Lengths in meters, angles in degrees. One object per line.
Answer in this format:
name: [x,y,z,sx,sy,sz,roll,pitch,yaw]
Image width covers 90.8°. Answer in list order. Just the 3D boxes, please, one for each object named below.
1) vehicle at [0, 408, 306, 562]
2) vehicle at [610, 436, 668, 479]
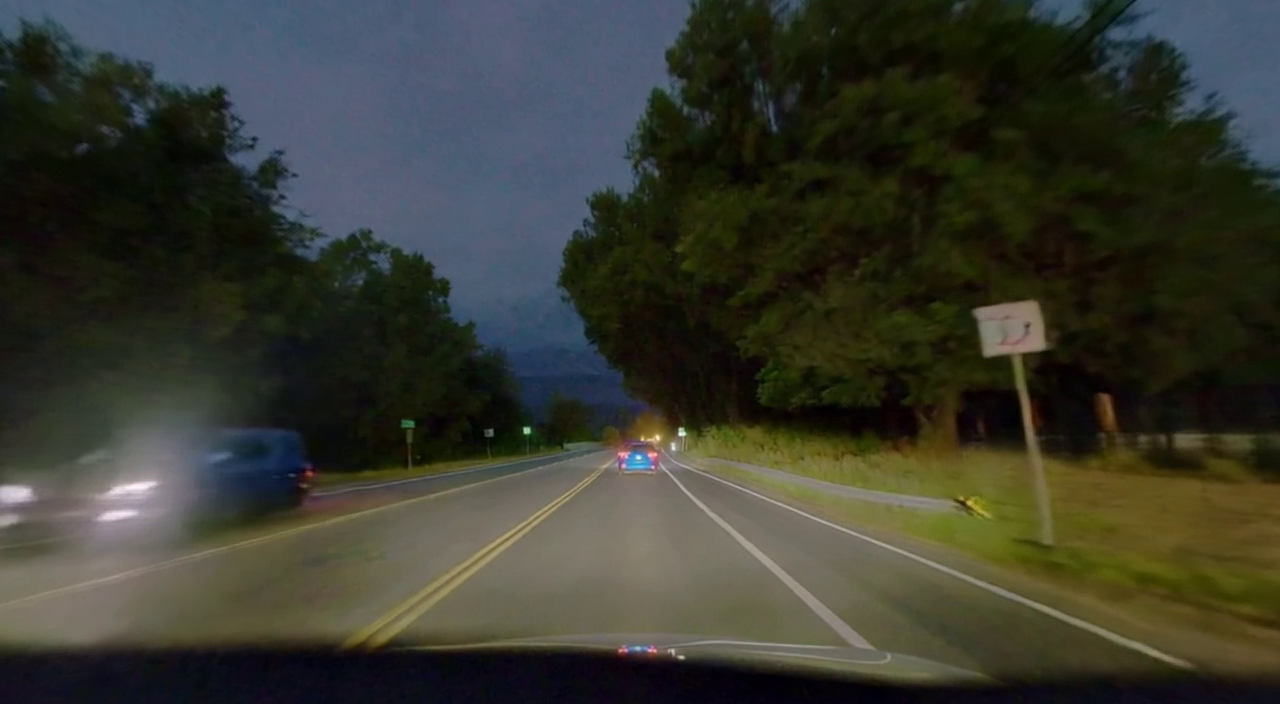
vehicle: [-7.269,1.860,9.410,2.185,1.713,4.365,1,-9,-1]
vehicle: [-0.064,4.590,27.577,2.294,1.708,4.110,1,-9,-1]
